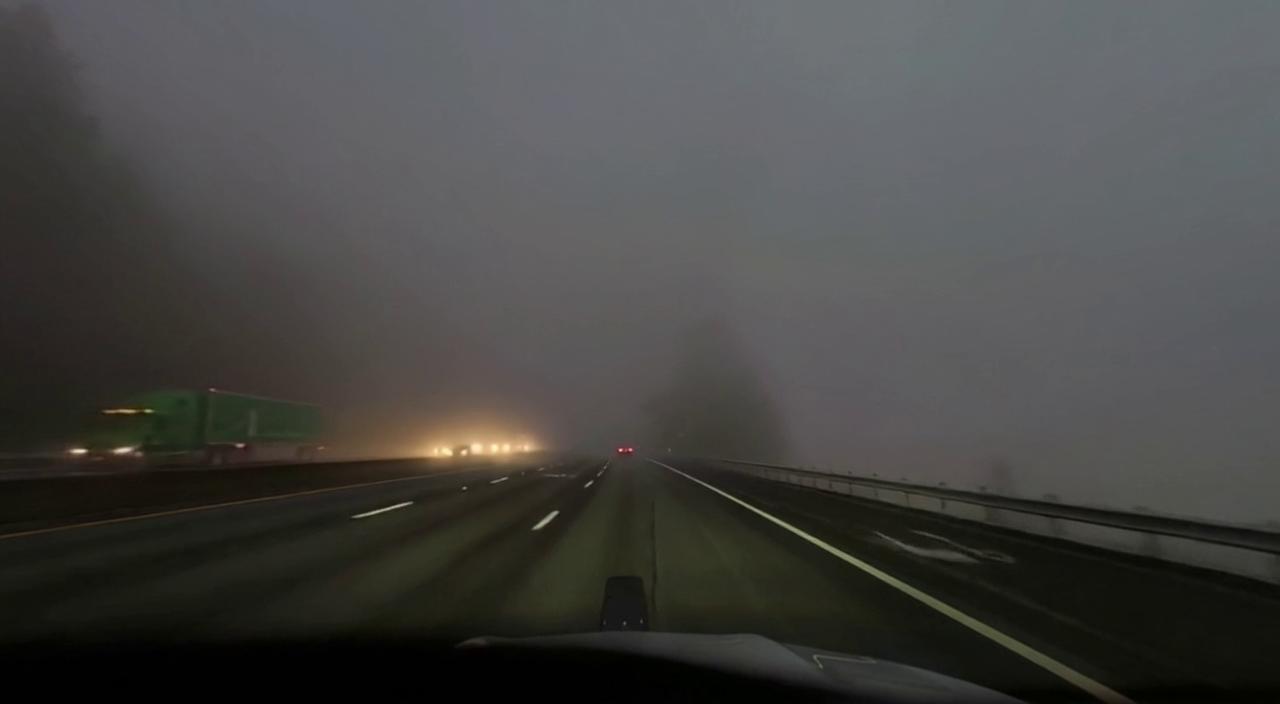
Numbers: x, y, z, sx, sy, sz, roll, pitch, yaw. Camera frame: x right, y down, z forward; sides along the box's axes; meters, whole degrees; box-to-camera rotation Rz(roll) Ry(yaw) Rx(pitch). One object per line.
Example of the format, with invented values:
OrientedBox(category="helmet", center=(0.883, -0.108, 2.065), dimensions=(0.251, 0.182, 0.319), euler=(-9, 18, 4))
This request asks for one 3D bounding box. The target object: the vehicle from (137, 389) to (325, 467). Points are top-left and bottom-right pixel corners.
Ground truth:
OrientedBox(category="vehicle", center=(-25.112, 5.058, 40.185), dimensions=(2.942, 4.072, 13.992), euler=(0, -9, -1))

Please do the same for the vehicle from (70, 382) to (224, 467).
OrientedBox(category="vehicle", center=(-24.901, 3.795, 32.208), dimensions=(3.036, 3.953, 5.859), euler=(0, -8, -2))
